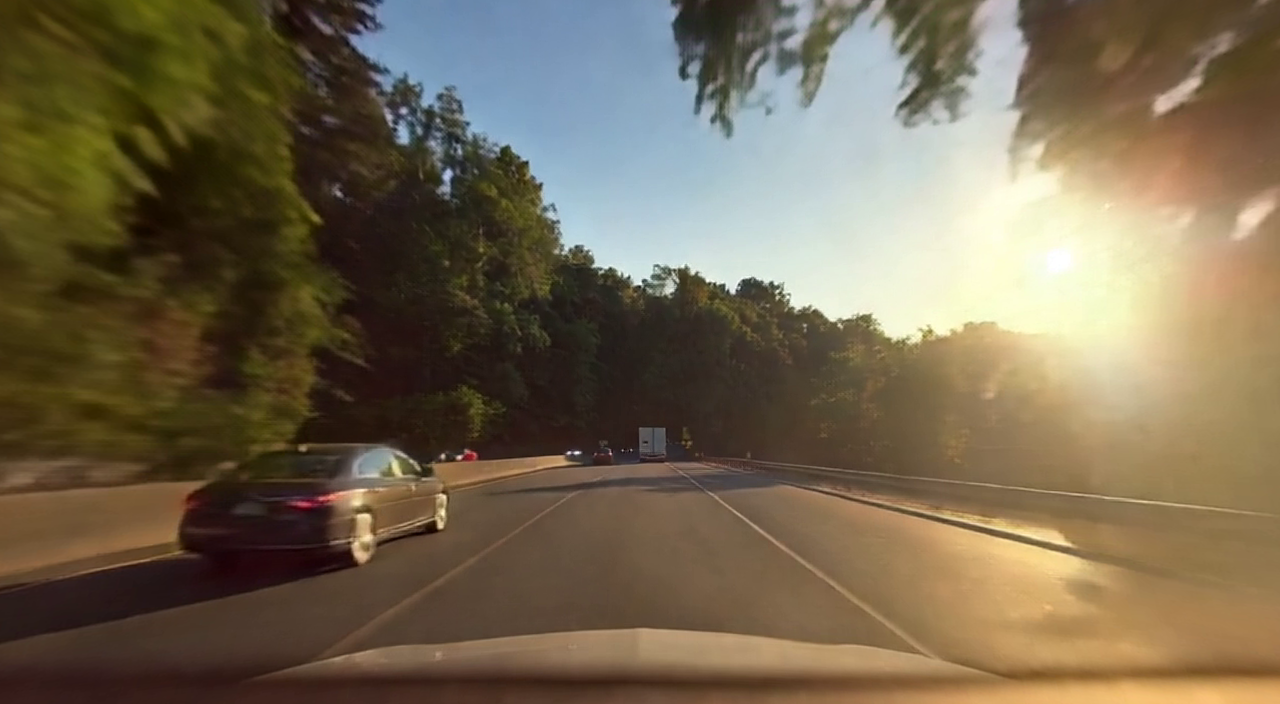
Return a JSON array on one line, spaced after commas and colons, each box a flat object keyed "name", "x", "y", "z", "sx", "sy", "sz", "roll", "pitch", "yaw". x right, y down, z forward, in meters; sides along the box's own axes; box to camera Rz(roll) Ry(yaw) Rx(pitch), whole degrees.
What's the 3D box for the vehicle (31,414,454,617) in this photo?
[{"name": "vehicle", "x": -3.846, "y": 1.656, "z": 7.270, "sx": 2.057, "sy": 1.618, "sz": 4.212, "roll": 0, "pitch": -9, "yaw": 1}]
